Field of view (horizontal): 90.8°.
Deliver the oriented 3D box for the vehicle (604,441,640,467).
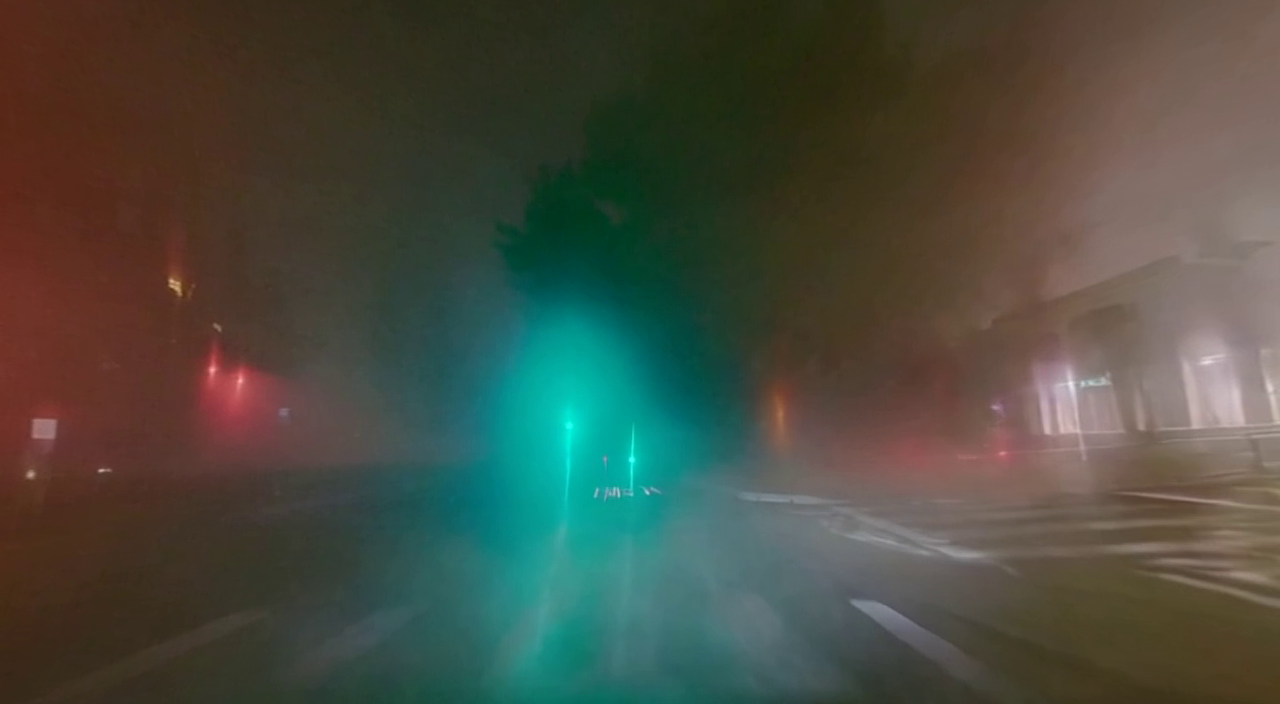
[{"bbox_3d":[-1.117,6.253,39.006,2.131,1.474,4.146,0,-8,-2],"label":"vehicle"}]
